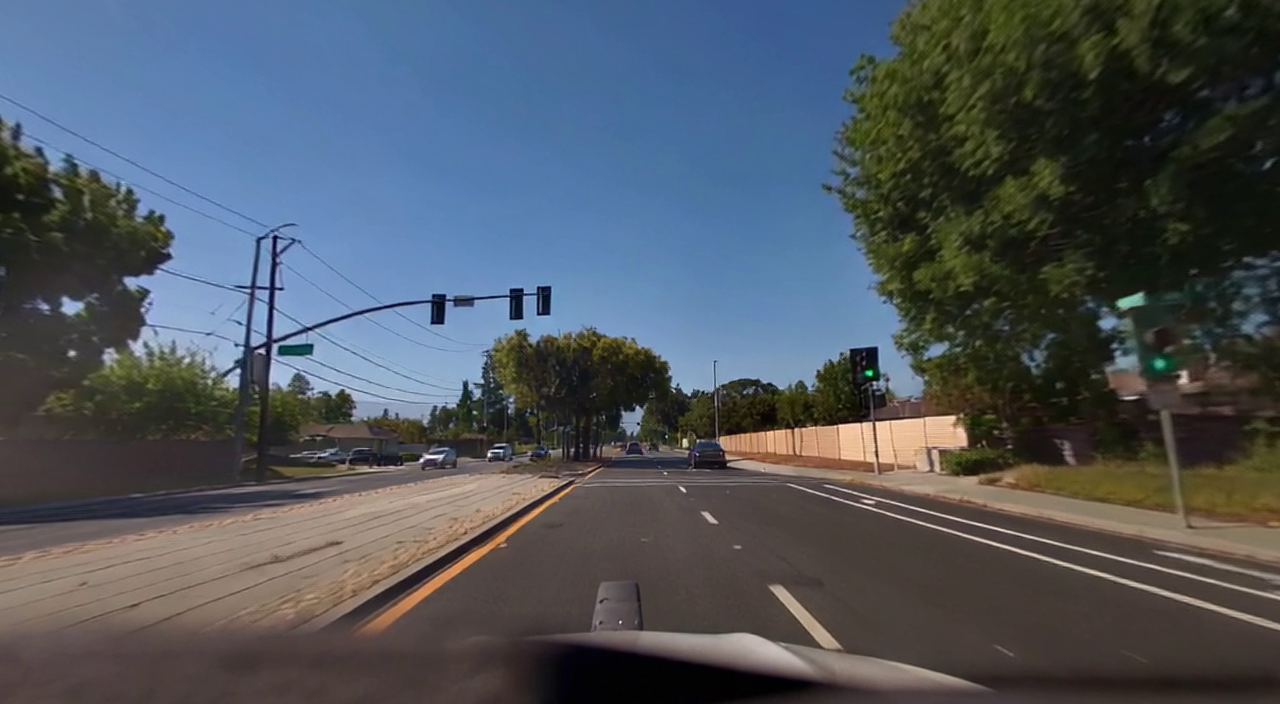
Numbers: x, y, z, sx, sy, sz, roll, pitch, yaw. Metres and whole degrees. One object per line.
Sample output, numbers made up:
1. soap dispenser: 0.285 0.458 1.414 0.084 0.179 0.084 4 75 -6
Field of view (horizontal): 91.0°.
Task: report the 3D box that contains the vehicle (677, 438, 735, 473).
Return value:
1. vehicle: 2.999 4.823 29.433 2.105 1.490 4.008 1 -8 -2
